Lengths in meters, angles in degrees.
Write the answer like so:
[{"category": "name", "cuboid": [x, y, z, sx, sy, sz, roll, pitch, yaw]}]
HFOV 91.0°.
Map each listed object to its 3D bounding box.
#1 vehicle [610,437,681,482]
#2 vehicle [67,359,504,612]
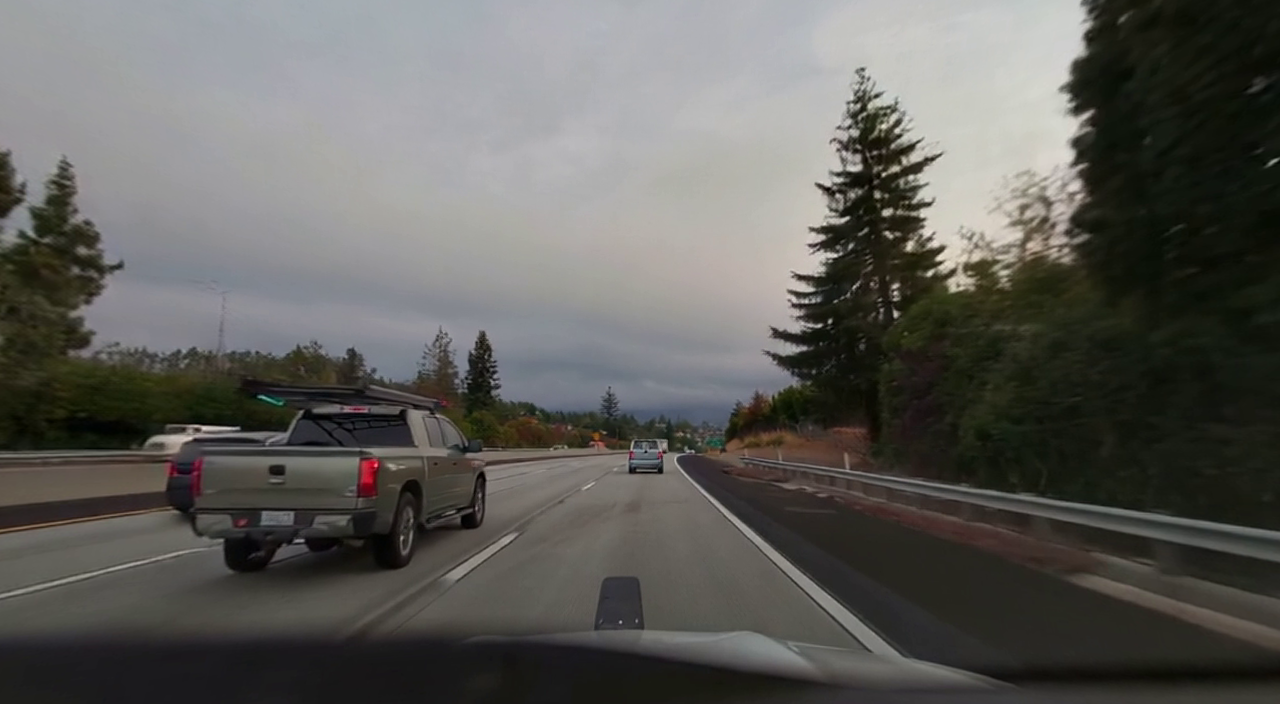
[{"category": "vehicle", "cuboid": [0.250, 4.492, 26.654, 2.715, 1.669, 5.163, 0, -9, 1]}, {"category": "vehicle", "cuboid": [-3.271, 1.393, 7.386, 2.250, 1.947, 4.860, 0, -9, 0]}]
